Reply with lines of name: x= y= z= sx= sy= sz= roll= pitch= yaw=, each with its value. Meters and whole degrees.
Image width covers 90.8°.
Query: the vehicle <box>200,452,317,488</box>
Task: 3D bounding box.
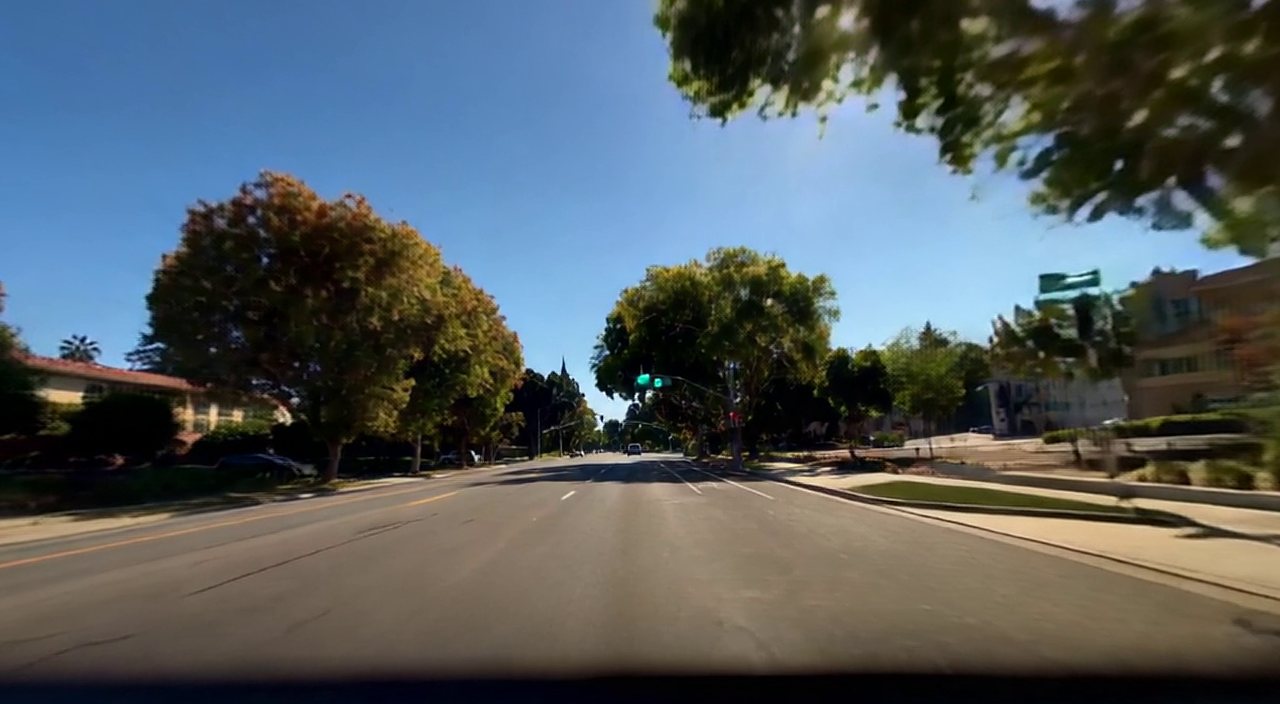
vehicle: x=-20.307 y=6.259 z=33.803 sx=4.761 sy=1.812 sz=2.206 roll=0 pitch=-9 yaw=-1
